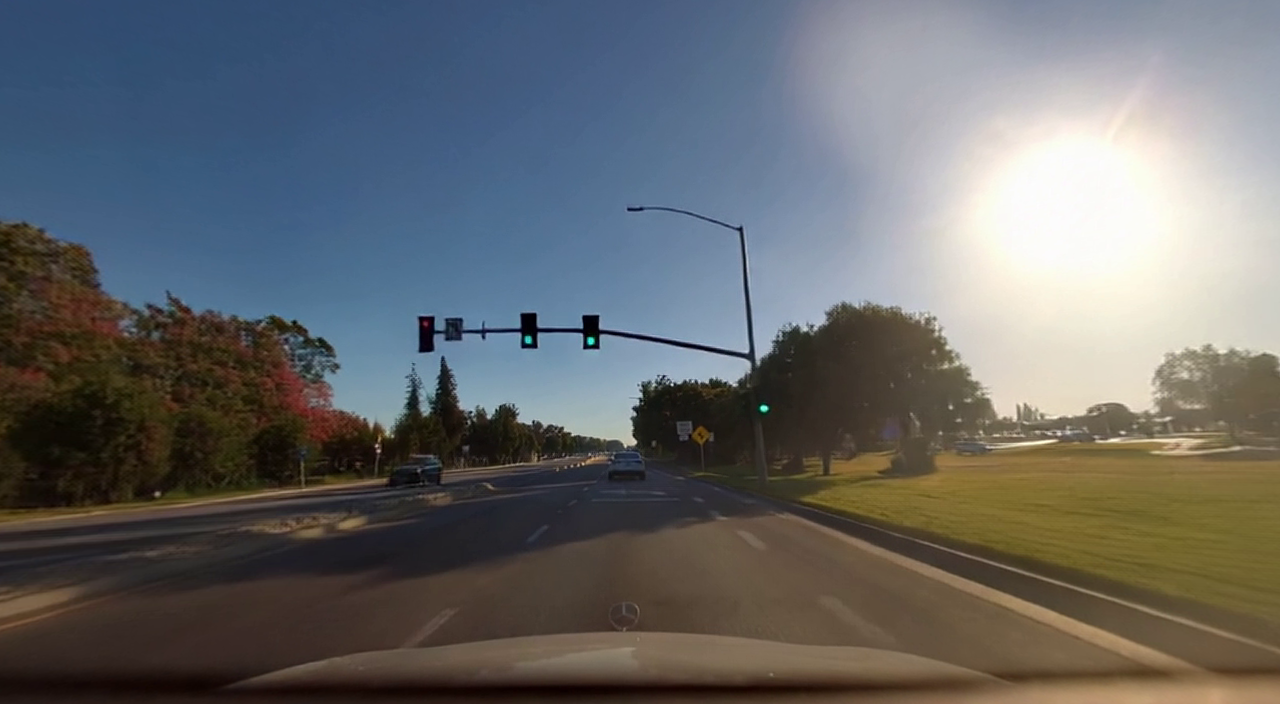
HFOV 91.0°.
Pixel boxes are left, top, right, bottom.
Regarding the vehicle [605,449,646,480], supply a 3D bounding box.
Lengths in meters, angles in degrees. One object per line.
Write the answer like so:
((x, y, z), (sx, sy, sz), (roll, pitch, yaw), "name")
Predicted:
((-0.718, 5.661, 31.863), (1.954, 1.469, 3.465), (0, -9, -1), "vehicle")
